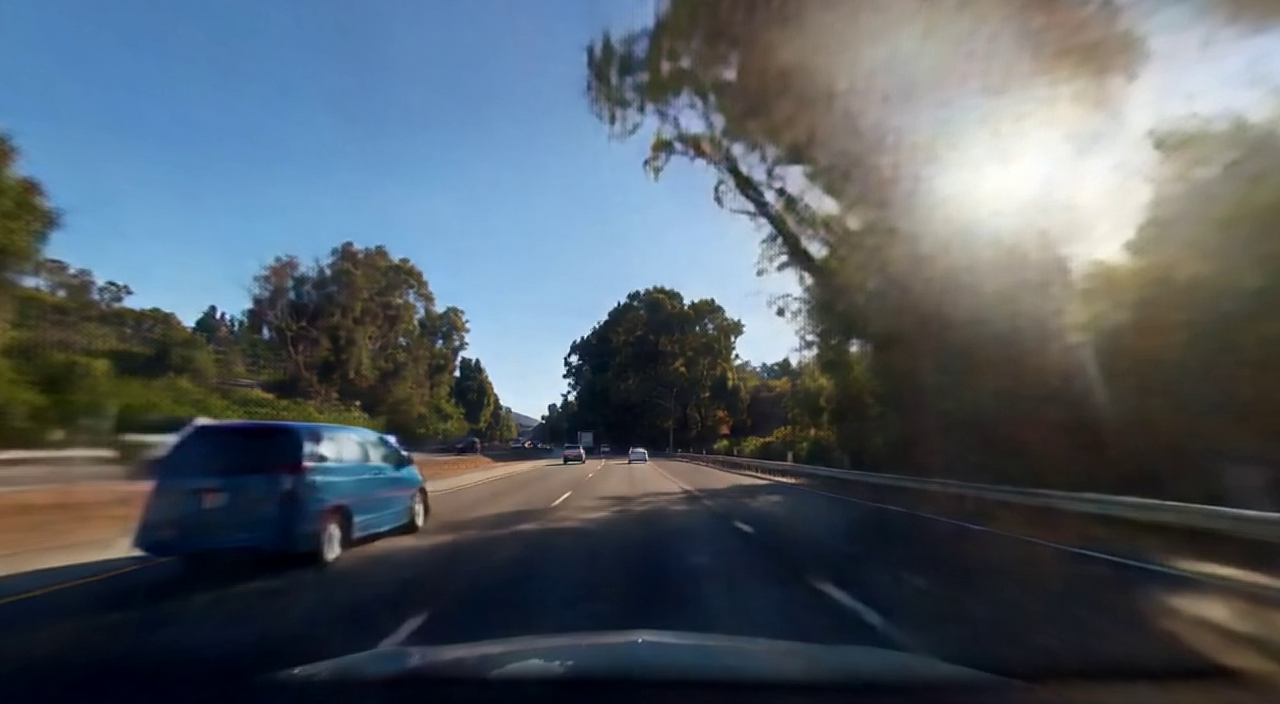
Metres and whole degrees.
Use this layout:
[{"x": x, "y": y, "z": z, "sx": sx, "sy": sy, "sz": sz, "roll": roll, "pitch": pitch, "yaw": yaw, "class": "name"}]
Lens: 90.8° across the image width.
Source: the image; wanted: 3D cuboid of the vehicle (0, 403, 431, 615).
[{"x": -4.107, "y": 1.557, "z": 7.166, "sx": 2.088, "sy": 1.675, "sz": 4.108, "roll": 0, "pitch": -9, "yaw": -1, "class": "vehicle"}]

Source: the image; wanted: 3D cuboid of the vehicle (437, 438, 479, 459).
[{"x": -13.940, "y": 7.424, "z": 48.551, "sx": 1.888, "sy": 1.524, "sz": 4.692, "roll": 0, "pitch": -9, "yaw": -1, "class": "vehicle"}]

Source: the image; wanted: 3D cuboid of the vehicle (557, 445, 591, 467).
[{"x": -4.724, "y": 7.468, "z": 45.568, "sx": 2.054, "sy": 1.500, "sz": 4.469, "roll": 0, "pitch": -9, "yaw": -2, "class": "vehicle"}]

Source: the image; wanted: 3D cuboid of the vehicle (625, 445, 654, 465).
[{"x": -0.064, "y": 7.799, "z": 47.886, "sx": 2.008, "sy": 1.499, "sz": 3.192, "roll": 0, "pitch": -9, "yaw": -3, "class": "vehicle"}]
